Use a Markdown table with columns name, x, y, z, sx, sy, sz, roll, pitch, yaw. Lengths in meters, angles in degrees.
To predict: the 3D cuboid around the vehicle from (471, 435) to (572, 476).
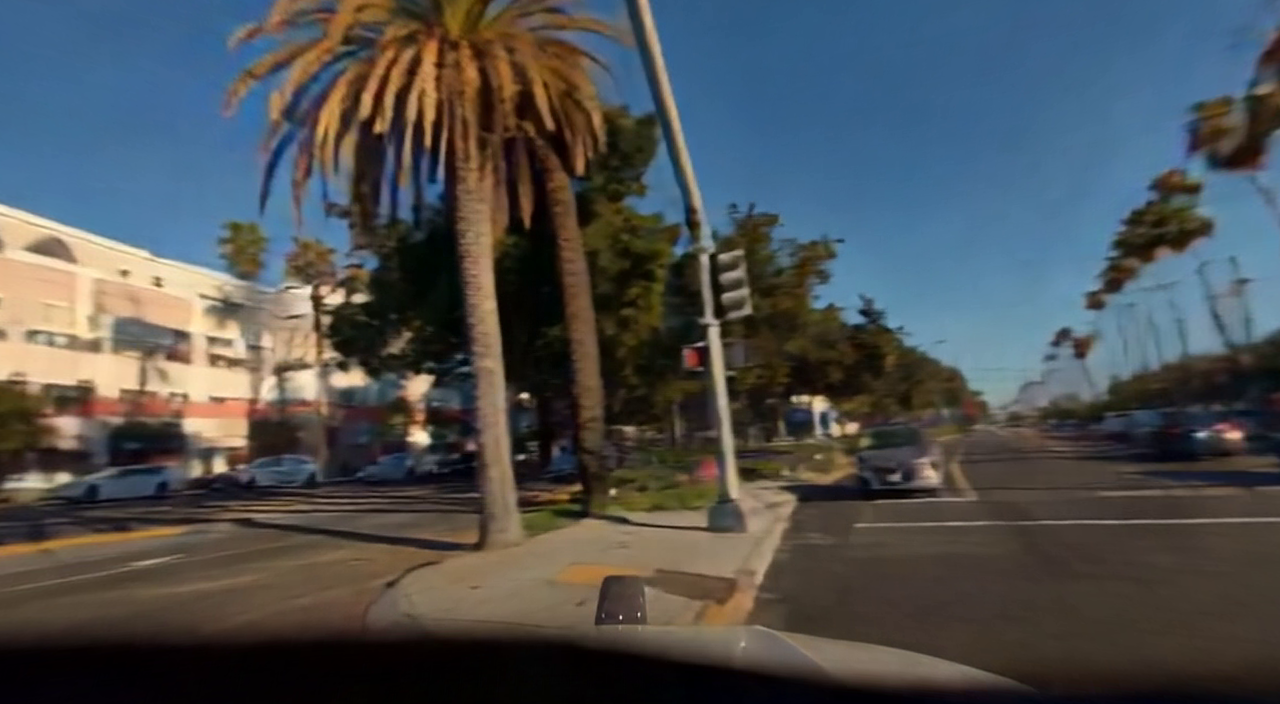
| name | x | y | z | sx | sy | sz | roll | pitch | yaw |
| --- | --- | --- | --- | --- | --- | --- | --- | --- | --- |
| vehicle | -5.538 | 4.777 | 29.465 | 4.286 | 1.569 | 2.068 | -4 | -4 | 29 |

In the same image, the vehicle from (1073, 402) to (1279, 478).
| name | x | y | z | sx | sy | sz | roll | pitch | yaw |
| --- | --- | --- | --- | --- | --- | --- | --- | --- | --- |
| vehicle | 12.612 | 2.106 | 14.994 | 2.068 | 1.509 | 4.687 | -2 | -8 | 11 |

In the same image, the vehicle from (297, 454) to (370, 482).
| name | x | y | z | sx | sy | sz | roll | pitch | yaw |
| --- | --- | --- | --- | --- | --- | --- | --- | --- | --- |
| vehicle | -20.203 | 7.624 | 41.831 | 1.867 | 1.433 | 4.377 | 8 | -7 | 12 |

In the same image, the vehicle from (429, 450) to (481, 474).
| name | x | y | z | sx | sy | sz | roll | pitch | yaw |
| --- | --- | --- | --- | --- | --- | --- | --- | --- | --- |
| vehicle | -12.312 | 7.339 | 42.296 | 1.787 | 1.464 | 3.877 | -3 | -9 | 10 |

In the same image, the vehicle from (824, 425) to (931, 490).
| name | x | y | z | sx | sy | sz | roll | pitch | yaw |
| --- | --- | --- | --- | --- | --- | --- | --- | --- | --- |
| vehicle | 6.365 | 2.865 | 17.481 | 1.951 | 1.546 | 4.597 | -2 | -8 | 11 |

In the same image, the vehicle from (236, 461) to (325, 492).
| name | x | y | z | sx | sy | sz | roll | pitch | yaw |
| --- | --- | --- | --- | --- | --- | --- | --- | --- | --- |
| vehicle | -20.200 | 6.988 | 35.686 | 1.997 | 1.459 | 4.199 | -2 | -8 | 12 |

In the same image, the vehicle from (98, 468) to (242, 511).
| name | x | y | z | sx | sy | sz | roll | pitch | yaw |
| --- | --- | --- | --- | --- | --- | --- | --- | --- | --- |
| vehicle | -19.049 | 5.561 | 25.911 | 2.085 | 1.398 | 4.355 | -2 | -9 | 12 |

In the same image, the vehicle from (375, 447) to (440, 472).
| name | x | y | z | sx | sy | sz | roll | pitch | yaw |
| --- | --- | --- | --- | --- | --- | --- | --- | --- | --- |
| vehicle | -15.383 | 7.156 | 42.012 | 1.992 | 1.533 | 4.178 | -3 | -10 | 15 |
